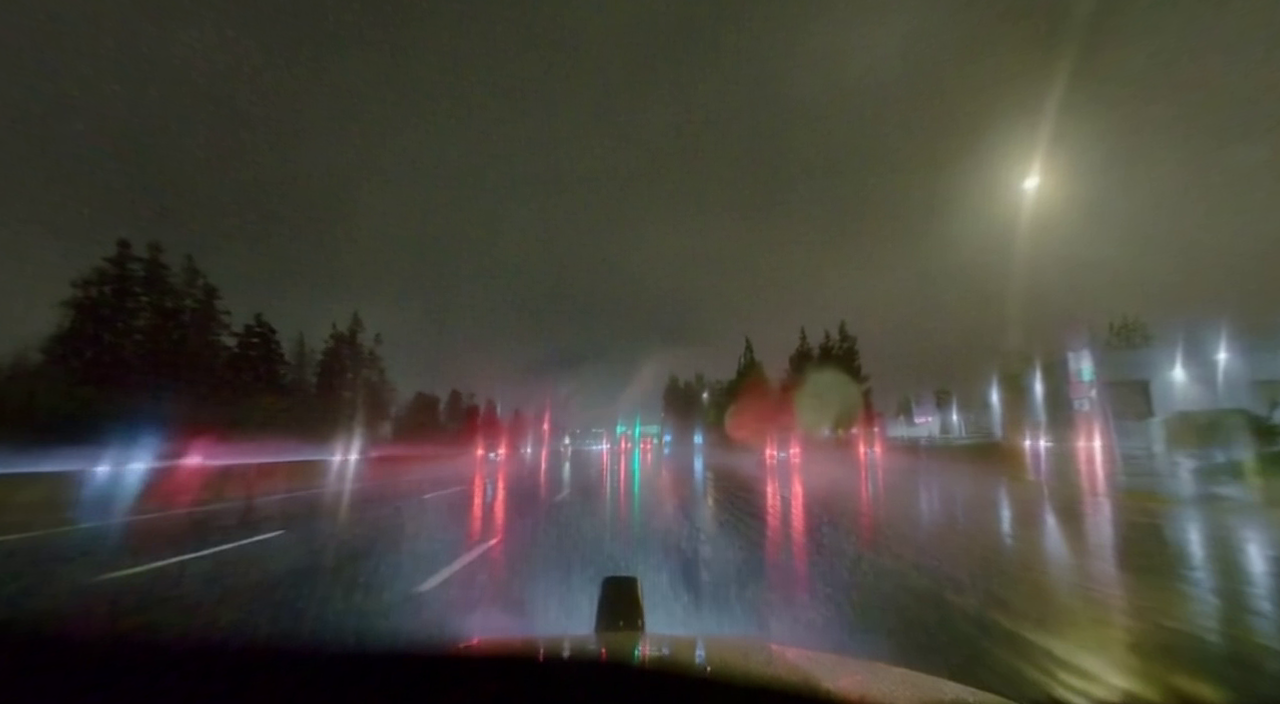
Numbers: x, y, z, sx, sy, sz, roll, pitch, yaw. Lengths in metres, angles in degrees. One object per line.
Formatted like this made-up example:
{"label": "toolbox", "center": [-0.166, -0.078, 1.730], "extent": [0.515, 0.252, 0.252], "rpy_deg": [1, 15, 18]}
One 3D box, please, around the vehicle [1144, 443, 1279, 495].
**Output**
{"label": "vehicle", "center": [19.936, 3.943, 21.501], "extent": [1.989, 1.529, 4.791], "rpy_deg": [1, -8, 8]}

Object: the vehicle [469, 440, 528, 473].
{"label": "vehicle", "center": [-7.093, 5.253, 31.909], "extent": [1.985, 1.513, 4.172], "rpy_deg": [0, -8, 0]}

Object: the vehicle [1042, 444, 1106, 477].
{"label": "vehicle", "center": [23.932, 5.963, 34.867], "extent": [2.011, 1.550, 4.792], "rpy_deg": [0, -8, 24]}

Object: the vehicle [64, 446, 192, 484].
{"label": "vehicle", "center": [-24.814, 5.456, 30.810], "extent": [2.097, 1.676, 4.828], "rpy_deg": [0, -9, 1]}
